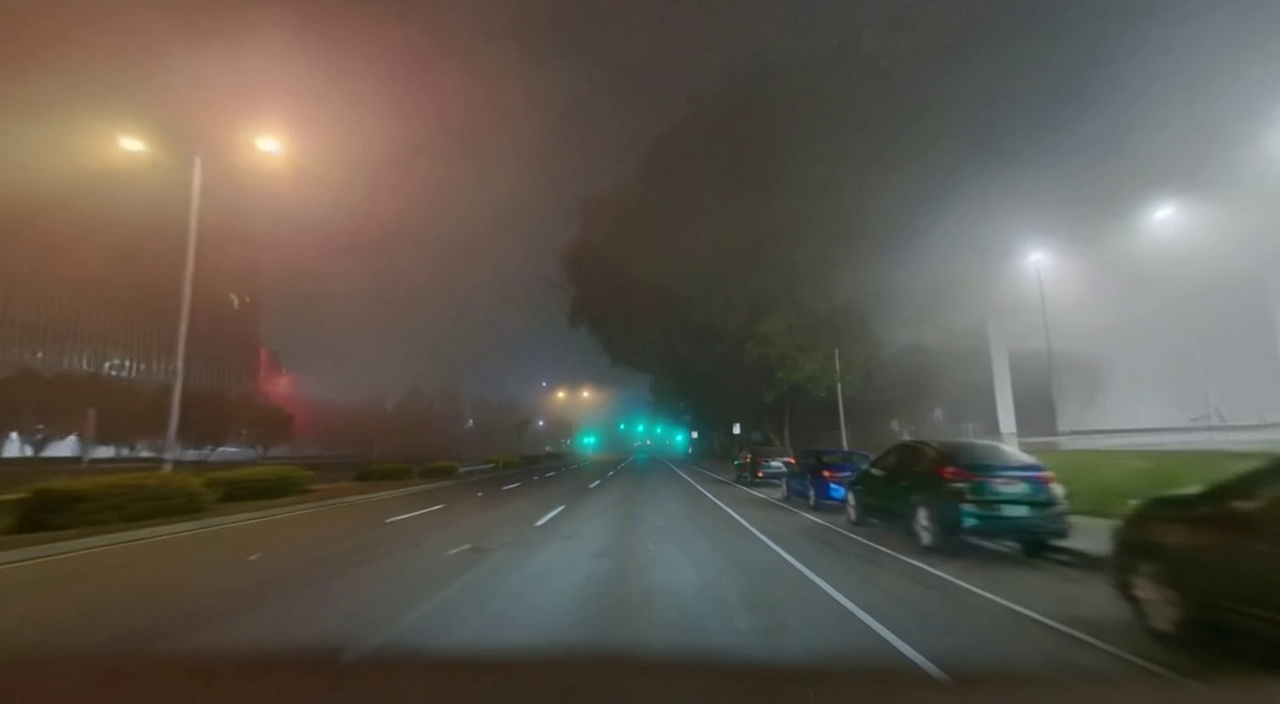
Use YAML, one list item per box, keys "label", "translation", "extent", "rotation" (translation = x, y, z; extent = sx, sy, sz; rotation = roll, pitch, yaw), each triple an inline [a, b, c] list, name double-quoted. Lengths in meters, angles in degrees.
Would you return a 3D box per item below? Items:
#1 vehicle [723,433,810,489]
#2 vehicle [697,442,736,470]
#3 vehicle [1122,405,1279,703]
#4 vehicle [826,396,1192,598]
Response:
- label: "vehicle"
  translation: [4.538, 3.991, 23.442]
  extent: [2.198, 1.834, 4.963]
  rotation: [0, -8, 0]
- label: "vehicle"
  translation: [4.944, 6.780, 41.476]
  extent: [1.987, 1.718, 4.698]
  rotation: [0, -8, 0]
- label: "vehicle"
  translation: [3.983, 0.869, 1.631]
  extent: [1.974, 1.534, 4.610]
  rotation: [2, -8, 2]
- label: "vehicle"
  translation: [4.222, 1.723, 8.508]
  extent: [1.995, 1.884, 5.003]
  rotation: [0, -8, 2]
